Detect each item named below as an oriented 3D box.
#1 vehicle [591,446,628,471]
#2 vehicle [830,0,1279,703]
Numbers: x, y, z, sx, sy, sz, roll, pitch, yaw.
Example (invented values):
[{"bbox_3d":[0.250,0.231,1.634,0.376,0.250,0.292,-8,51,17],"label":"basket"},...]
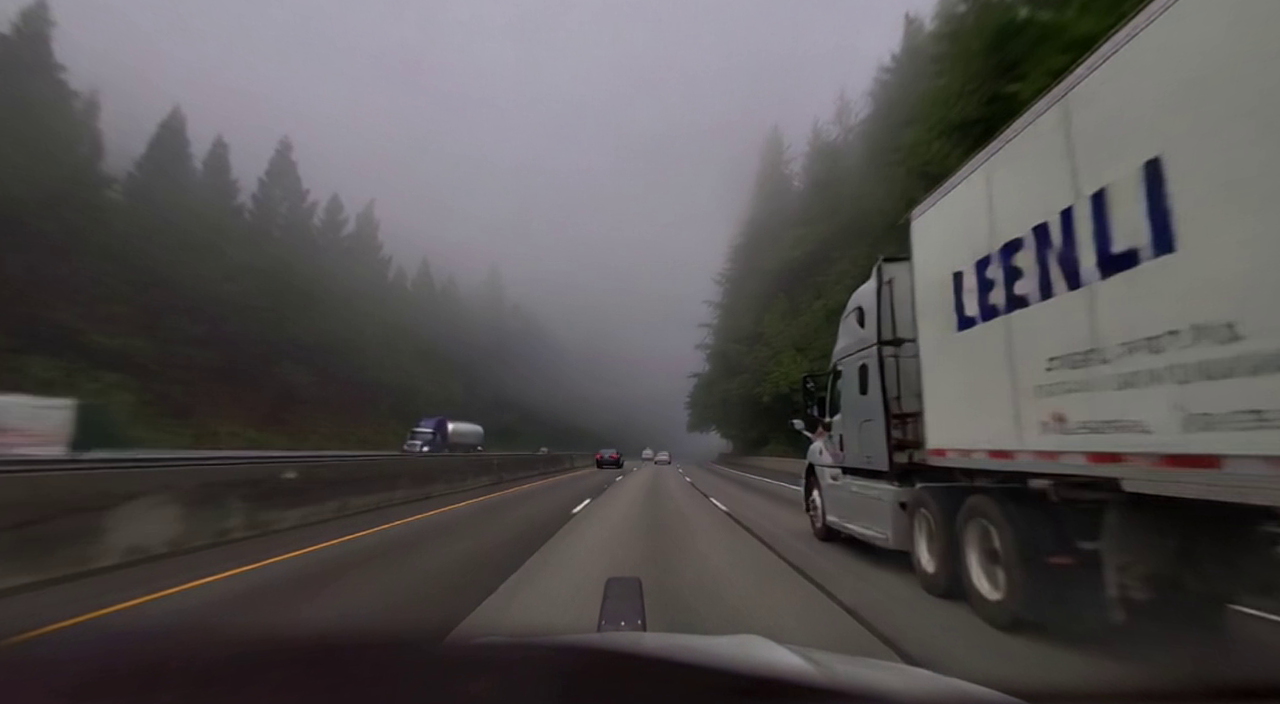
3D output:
[{"bbox_3d":[-2.109,7.647,45.351,2.205,1.728,4.397,-1,-9,3],"label":"vehicle"},{"bbox_3d":[4.058,-0.496,0.992,3.057,3.993,13.914,0,-9,-1],"label":"vehicle"}]
